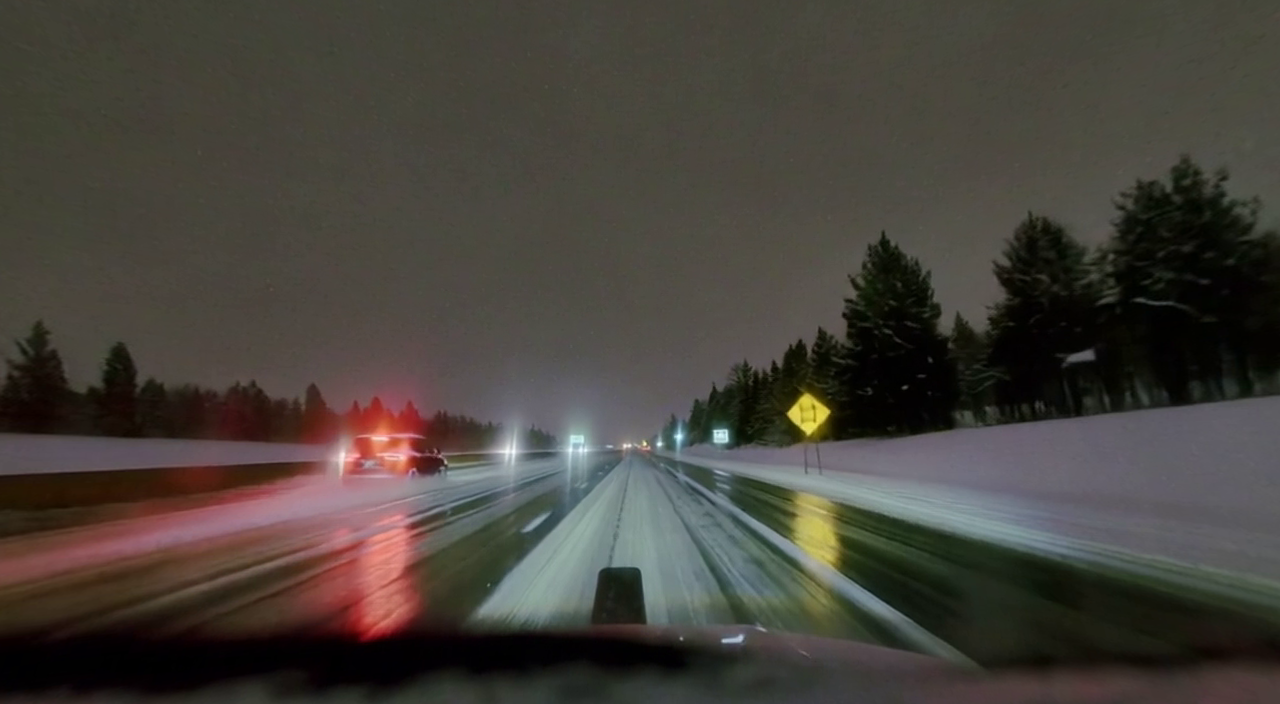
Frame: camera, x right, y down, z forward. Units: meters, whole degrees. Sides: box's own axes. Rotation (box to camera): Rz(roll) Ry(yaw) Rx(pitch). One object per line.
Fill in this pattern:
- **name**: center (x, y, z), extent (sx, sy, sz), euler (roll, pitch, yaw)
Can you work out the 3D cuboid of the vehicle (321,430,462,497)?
- **vehicle**: center (-6.978, 3.191, 18.383), extent (2.109, 1.692, 4.712), euler (0, -9, 1)
